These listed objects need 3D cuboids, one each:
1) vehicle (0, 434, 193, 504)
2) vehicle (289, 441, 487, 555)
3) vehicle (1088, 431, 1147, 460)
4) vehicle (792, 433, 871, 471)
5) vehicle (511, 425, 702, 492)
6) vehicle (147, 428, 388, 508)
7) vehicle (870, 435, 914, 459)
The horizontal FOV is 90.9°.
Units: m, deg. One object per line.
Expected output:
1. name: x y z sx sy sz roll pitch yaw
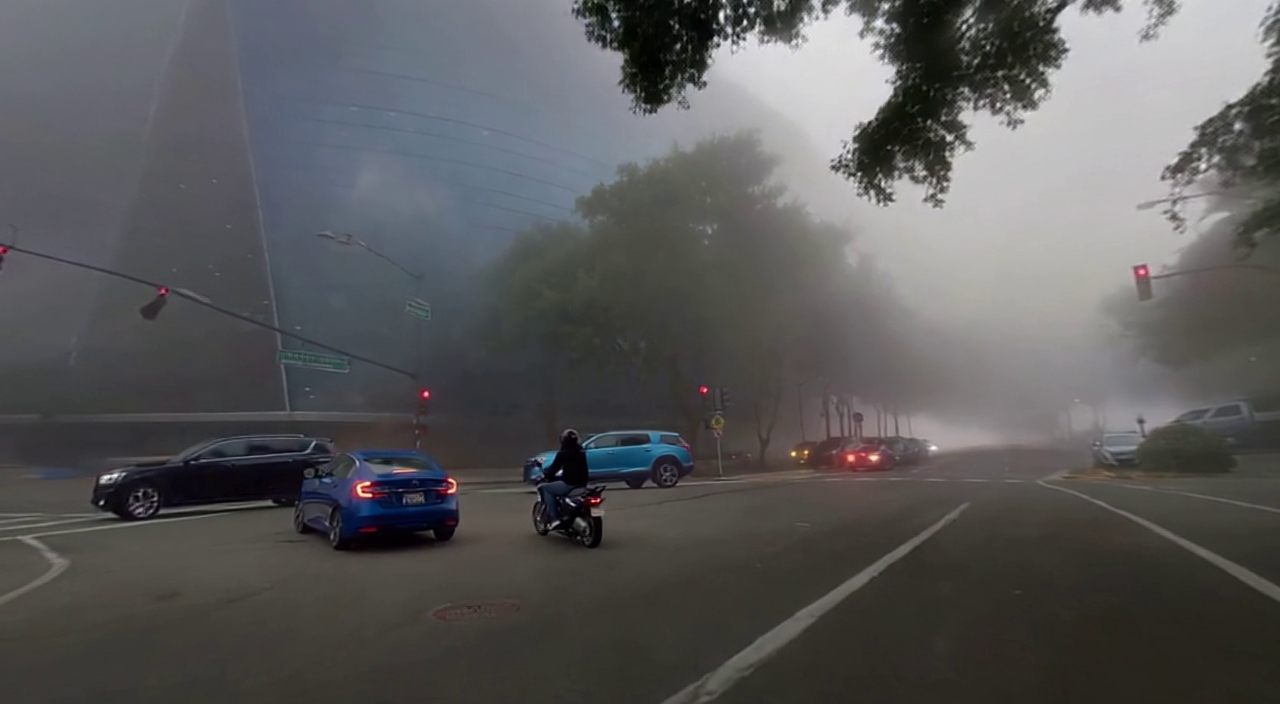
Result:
1. vehicle: -14.919 3.117 17.060 4.380 1.727 2.052 -2 -8 12
2. vehicle: -4.350 2.232 10.494 2.009 1.450 4.182 6 -10 -36
3. vehicle: 26.311 5.150 34.861 1.872 1.467 4.385 -5 -9 28
4. vehicle: 9.273 4.788 30.334 2.084 1.656 4.583 -7 -10 37
5. vehicle: -1.093 3.448 20.890 5.833 1.960 2.341 3 -9 -24
6. vehicle: -8.762 2.749 15.117 4.583 1.755 1.936 -1 -8 4
7. vehicle: 17.650 6.630 44.060 2.024 1.543 4.028 -6 -10 32
